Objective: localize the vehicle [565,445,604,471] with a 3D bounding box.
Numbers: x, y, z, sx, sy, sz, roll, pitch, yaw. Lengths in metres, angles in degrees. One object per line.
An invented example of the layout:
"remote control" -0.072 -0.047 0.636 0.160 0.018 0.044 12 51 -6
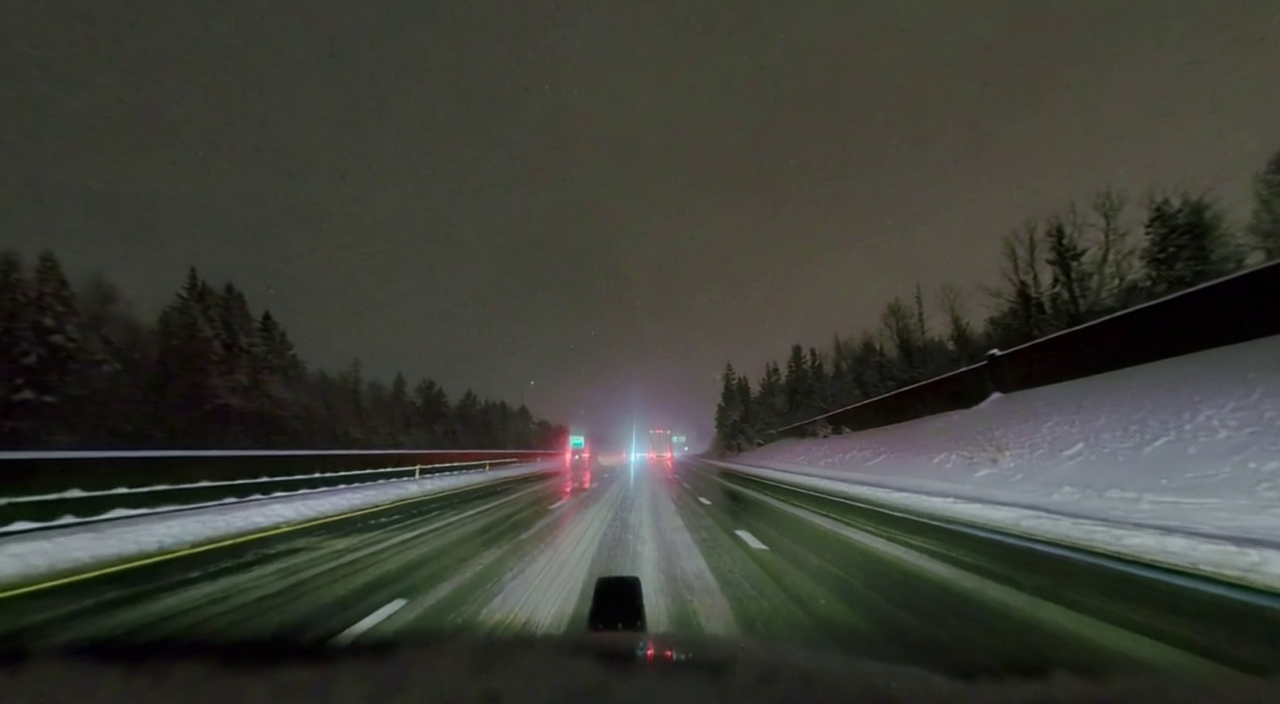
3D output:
"vehicle" -3.629 6.990 41.716 2.035 1.595 4.022 0 -9 2
